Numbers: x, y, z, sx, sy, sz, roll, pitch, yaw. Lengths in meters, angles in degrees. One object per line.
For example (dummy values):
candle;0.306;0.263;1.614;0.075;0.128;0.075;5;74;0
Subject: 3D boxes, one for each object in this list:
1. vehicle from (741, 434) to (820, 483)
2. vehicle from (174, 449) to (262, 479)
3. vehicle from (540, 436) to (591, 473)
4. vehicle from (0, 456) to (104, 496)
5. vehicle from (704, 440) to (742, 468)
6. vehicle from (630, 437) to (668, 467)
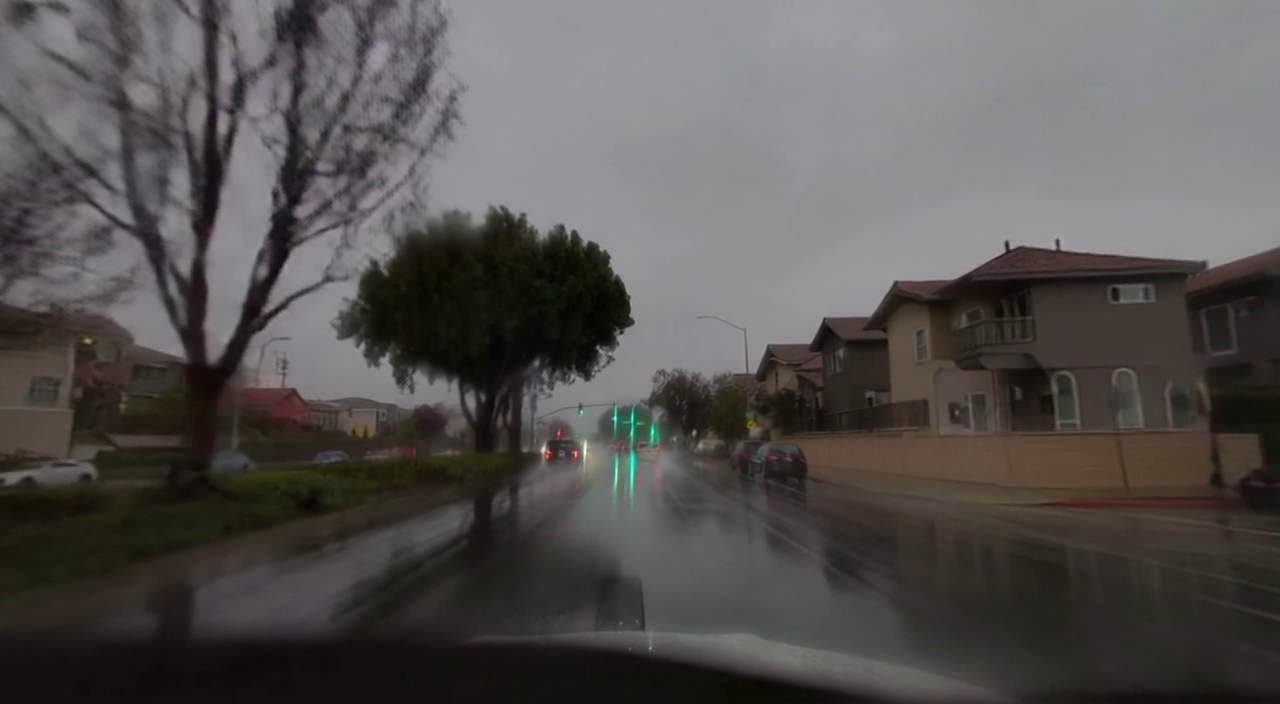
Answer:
vehicle;5.720;4.422;26.407;2.154;1.824;4.782;0;-9;-1
vehicle;-25.910;6.866;39.004;2.018;1.721;4.735;-1;-9;2
vehicle;-3.881;5.466;33.833;2.233;1.775;4.491;0;-9;0
vehicle;-25.721;5.192;26.809;1.839;1.463;4.705;0;-9;-1
vehicle;5.530;6.889;42.736;2.020;1.762;4.559;0;-9;1
vehicle;0.535;6.534;41.438;2.273;1.851;5.075;0;-9;-1
